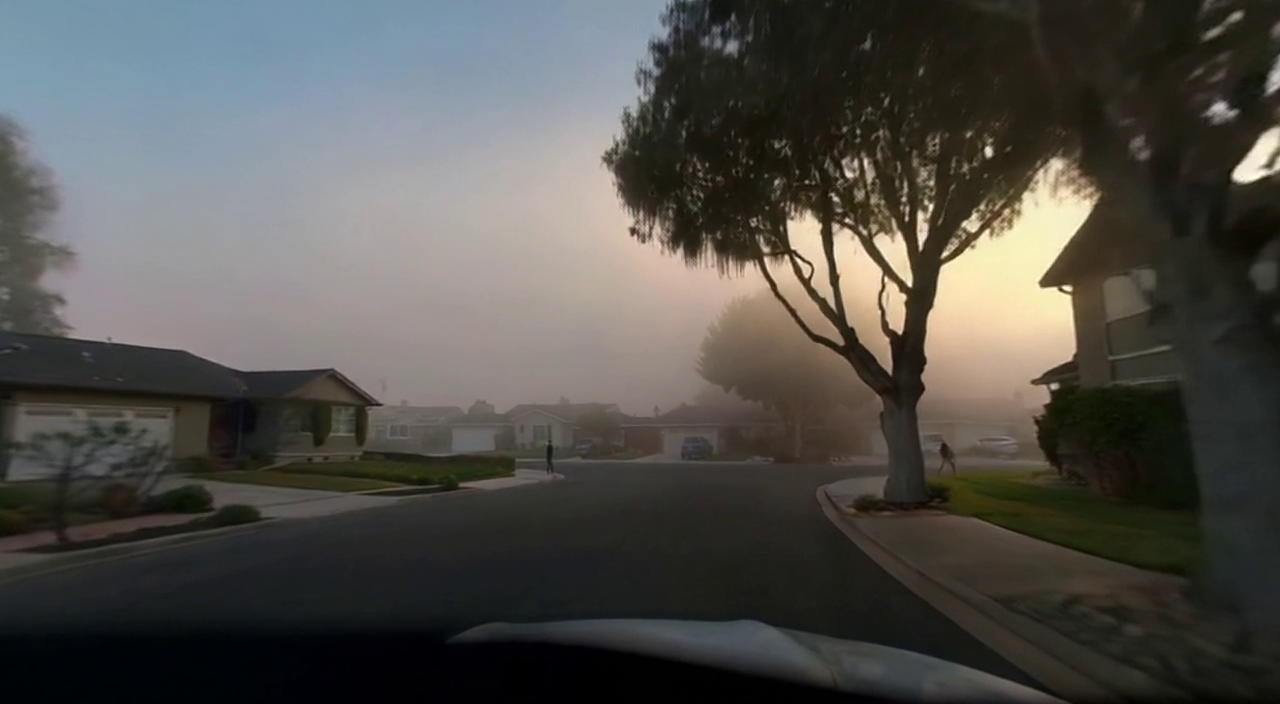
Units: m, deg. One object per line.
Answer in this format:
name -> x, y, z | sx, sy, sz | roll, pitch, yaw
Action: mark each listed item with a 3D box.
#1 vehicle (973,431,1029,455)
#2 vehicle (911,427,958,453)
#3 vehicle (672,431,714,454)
vehicle -> 24.127, 6.095, 42.354 | 1.873, 1.556, 4.216 | -1, -8, 10
vehicle -> 20.520, 6.175, 44.198 | 1.937, 1.731, 4.179 | -2, -8, 11
vehicle -> 4.079, 6.815, 47.668 | 1.942, 1.651, 4.655 | -3, -9, 21
